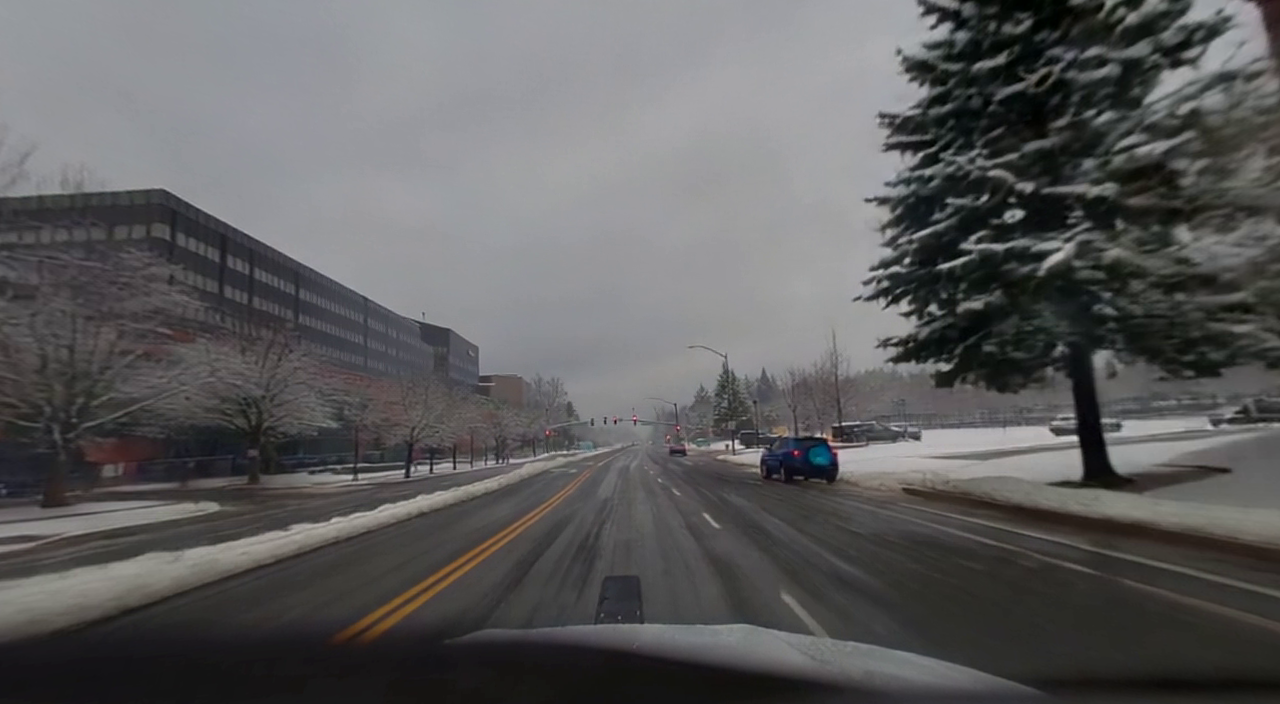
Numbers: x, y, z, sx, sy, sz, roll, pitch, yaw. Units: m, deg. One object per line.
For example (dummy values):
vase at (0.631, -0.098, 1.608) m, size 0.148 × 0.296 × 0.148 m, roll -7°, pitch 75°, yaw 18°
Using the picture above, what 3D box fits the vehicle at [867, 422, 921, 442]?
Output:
vehicle at (19.437, 6.196, 48.364) m, size 2.021 × 1.472 × 4.047 m, roll 1°, pitch -8°, yaw -8°

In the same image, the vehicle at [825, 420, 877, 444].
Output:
vehicle at (16.523, 6.324, 49.492) m, size 2.059 × 1.788 × 4.708 m, roll 1°, pitch -8°, yaw -5°
